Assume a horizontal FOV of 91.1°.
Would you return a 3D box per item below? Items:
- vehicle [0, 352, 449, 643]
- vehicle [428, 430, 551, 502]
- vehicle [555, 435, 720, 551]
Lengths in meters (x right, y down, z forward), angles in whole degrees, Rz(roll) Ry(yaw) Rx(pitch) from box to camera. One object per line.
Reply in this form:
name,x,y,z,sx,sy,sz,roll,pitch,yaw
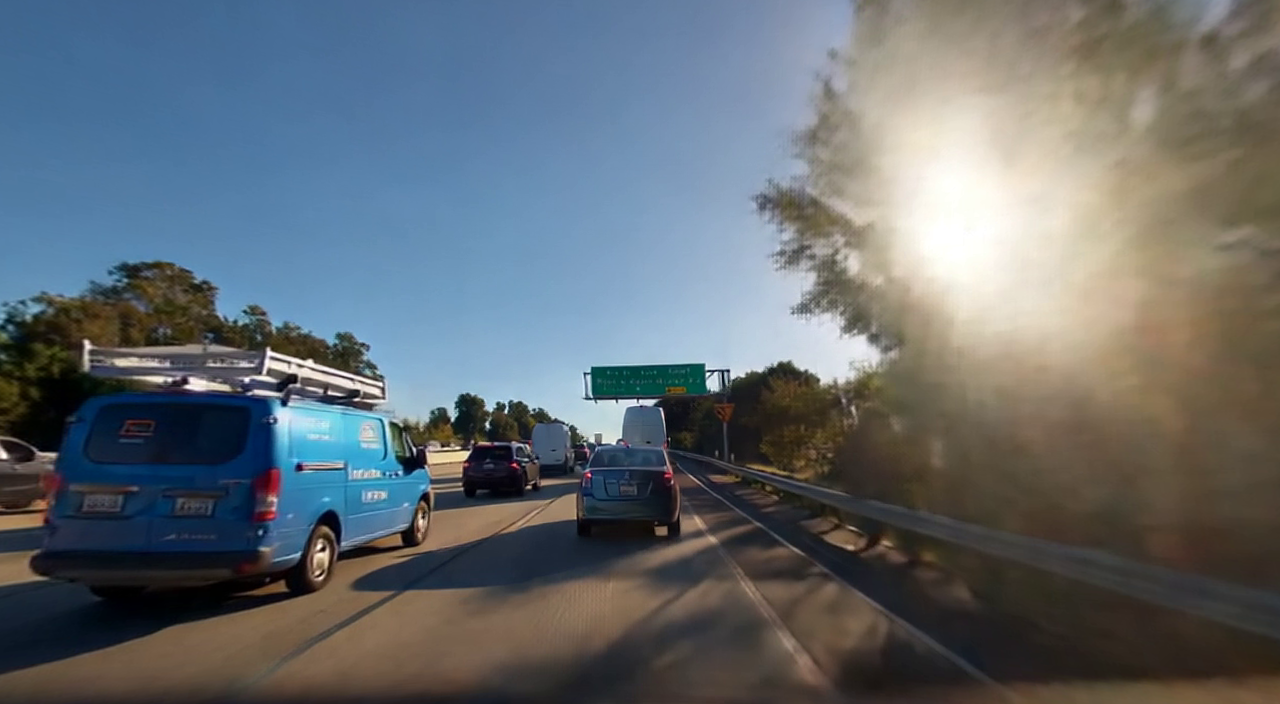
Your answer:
vehicle,-3.857,1.306,6.596,2.142,1.952,4.556,0,-8,1
vehicle,-3.846,3.003,16.977,2.114,1.657,4.432,0,-8,2
vehicle,-0.050,2.071,9.951,2.054,1.421,4.090,0,-8,-1
